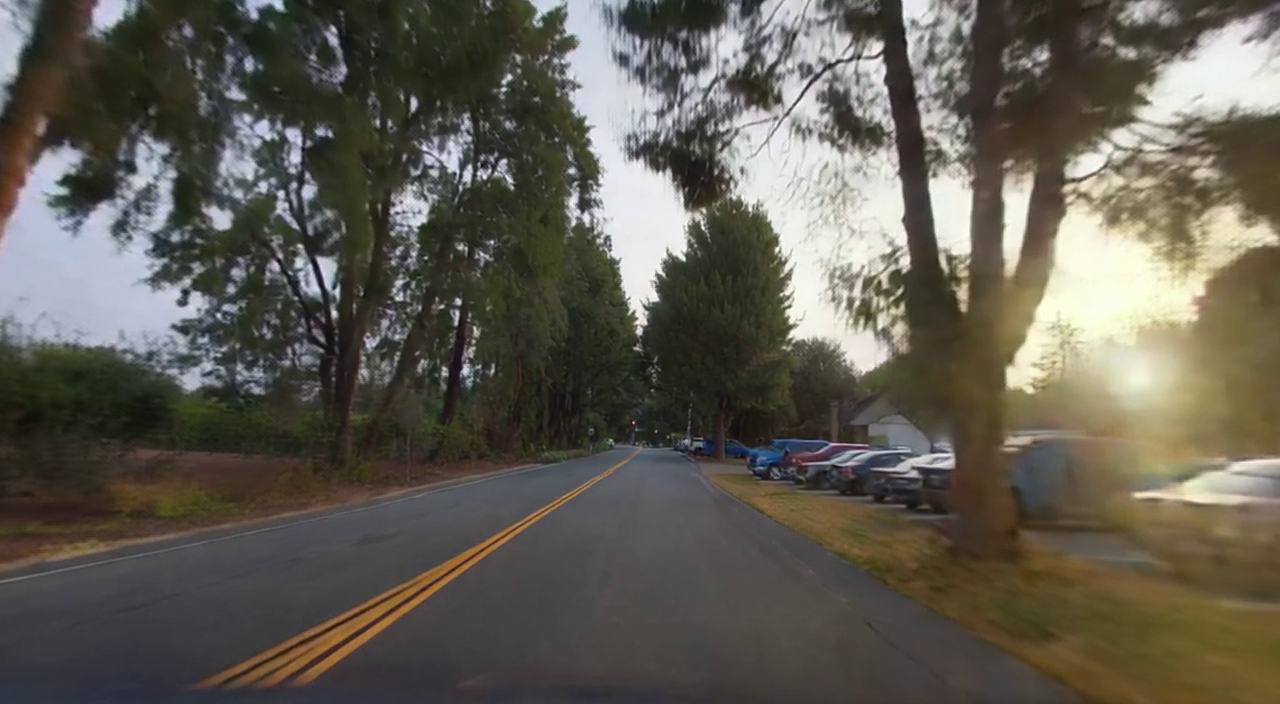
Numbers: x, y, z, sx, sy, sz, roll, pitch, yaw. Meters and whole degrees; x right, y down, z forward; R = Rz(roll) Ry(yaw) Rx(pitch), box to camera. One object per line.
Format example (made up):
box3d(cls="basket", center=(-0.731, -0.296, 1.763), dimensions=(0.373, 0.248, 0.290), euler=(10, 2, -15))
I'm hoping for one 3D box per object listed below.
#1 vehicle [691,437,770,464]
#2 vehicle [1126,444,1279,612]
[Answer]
box3d(cls="vehicle", center=(7.024, 7.775, 49.798), dimensions=(5.797, 2.070, 2.502), euler=(0, -8, 0))
box3d(cls="vehicle", center=(7.814, 1.749, 6.651), dimensions=(3.793, 1.545, 1.887), euler=(0, -8, -1))
